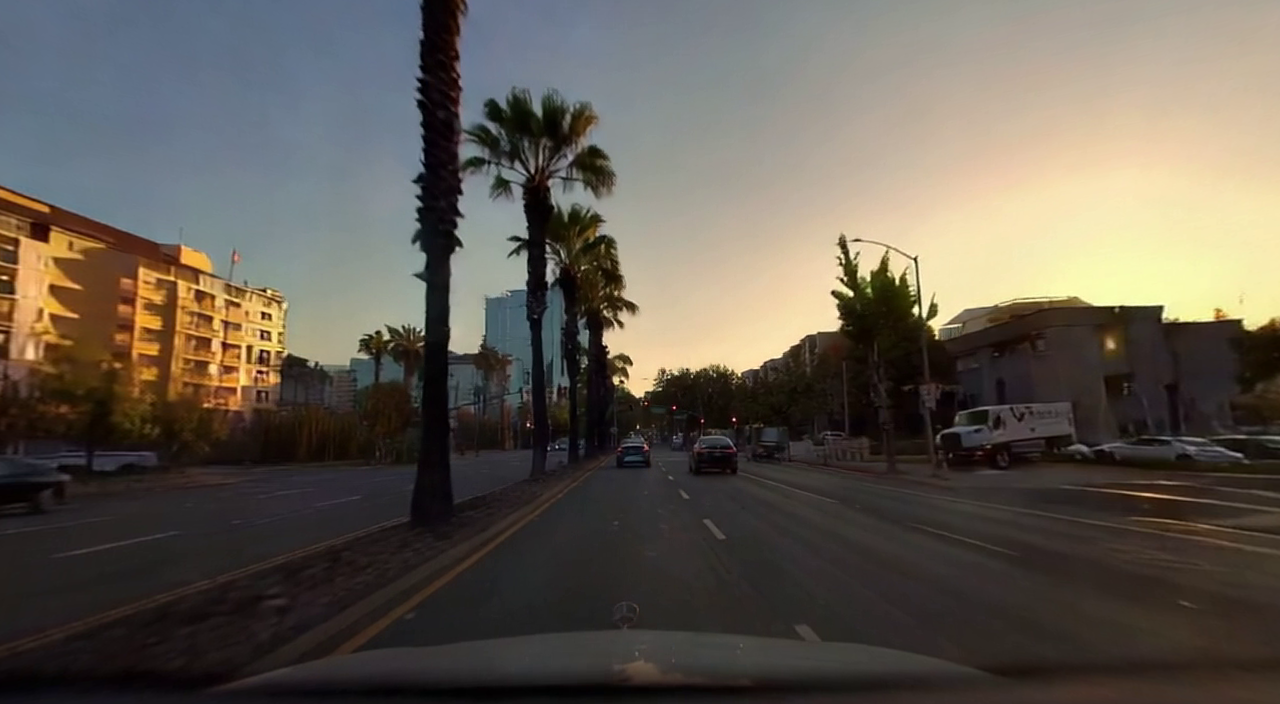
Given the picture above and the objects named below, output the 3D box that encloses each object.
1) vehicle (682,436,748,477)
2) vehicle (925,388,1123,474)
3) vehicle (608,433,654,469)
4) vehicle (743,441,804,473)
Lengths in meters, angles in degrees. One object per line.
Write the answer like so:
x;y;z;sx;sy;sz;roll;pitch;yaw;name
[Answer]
3.077;4.425;26.883;2.195;1.590;4.668;0;-8;-1;vehicle
17.511;3.685;29.037;7.270;3.743;2.677;1;-8;-3;vehicle
-0.480;5.309;33.806;2.277;1.816;4.192;0;-8;-1;vehicle
6.651;5.248;31.819;1.975;1.483;4.769;0;-8;-1;vehicle
